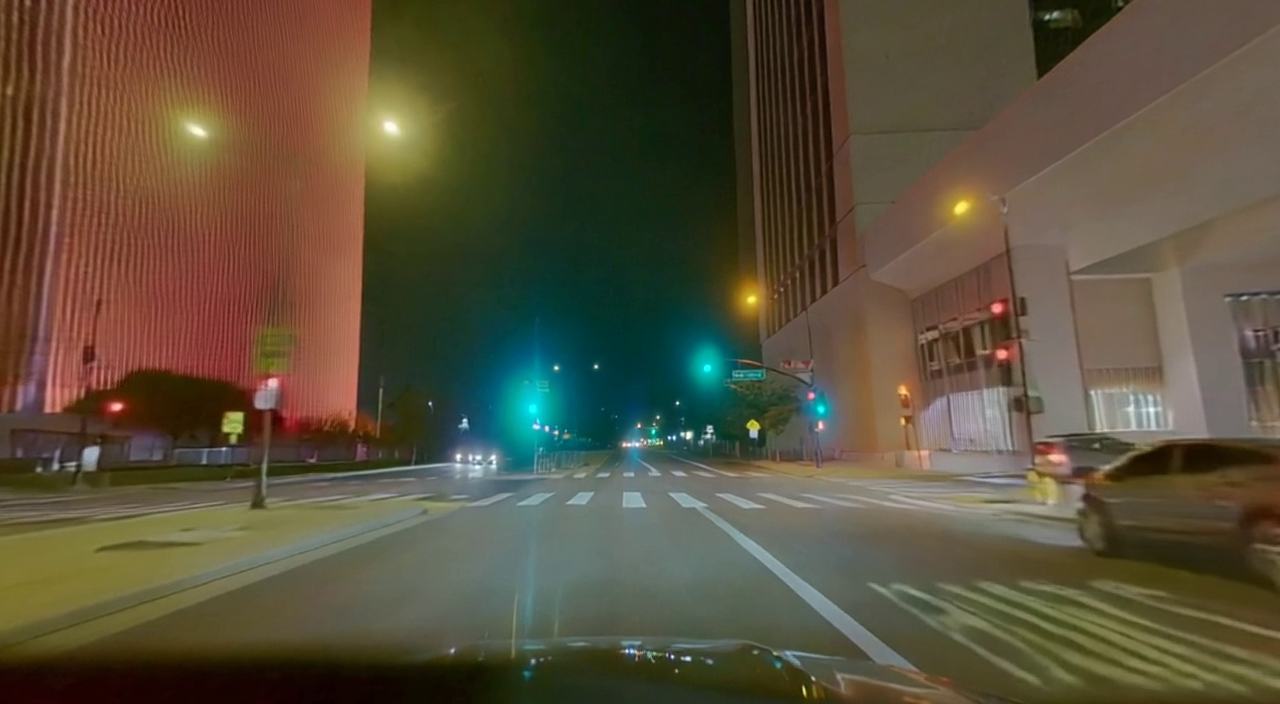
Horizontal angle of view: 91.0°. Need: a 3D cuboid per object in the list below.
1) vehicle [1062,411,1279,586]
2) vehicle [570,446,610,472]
[{"bbox_3d":[7.215,1.549,6.912,1.950,1.686,4.509,0,-9,-1],"label":"vehicle"},{"bbox_3d":[-2.943,6.463,38.208,2.078,1.471,4.217,0,-8,0],"label":"vehicle"}]
